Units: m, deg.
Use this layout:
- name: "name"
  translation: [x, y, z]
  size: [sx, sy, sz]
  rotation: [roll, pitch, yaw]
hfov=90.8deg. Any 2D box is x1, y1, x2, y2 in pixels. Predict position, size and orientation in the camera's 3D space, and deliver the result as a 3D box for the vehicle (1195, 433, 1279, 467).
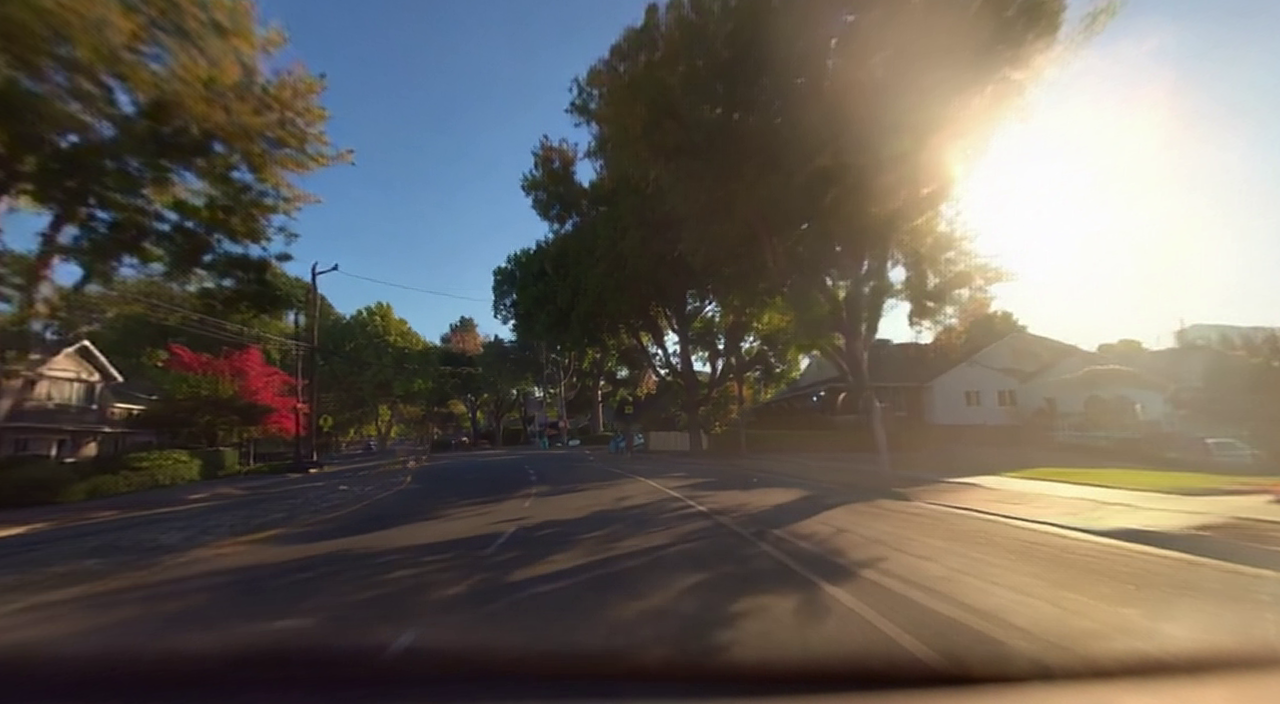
- name: "vehicle"
  translation: [28.769, 4.465, 28.843]
  size: [4.593, 1.456, 2.003]
  rotation: [-3, -9, 19]
